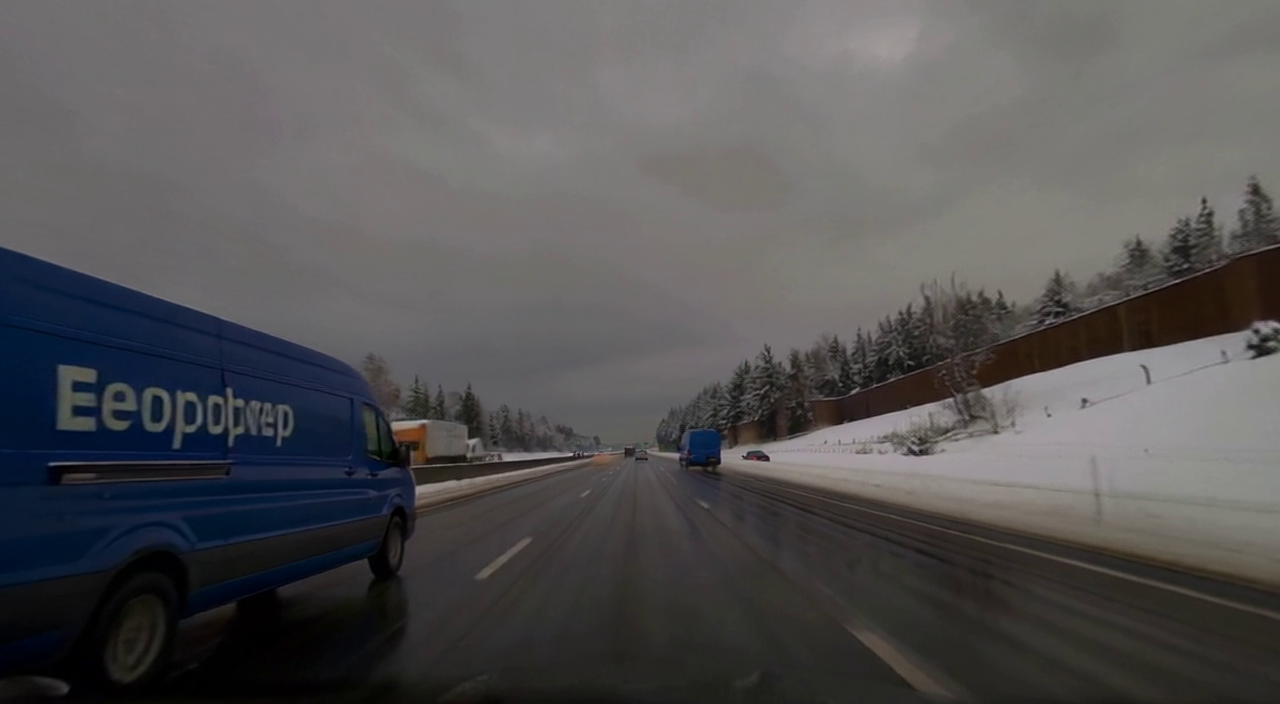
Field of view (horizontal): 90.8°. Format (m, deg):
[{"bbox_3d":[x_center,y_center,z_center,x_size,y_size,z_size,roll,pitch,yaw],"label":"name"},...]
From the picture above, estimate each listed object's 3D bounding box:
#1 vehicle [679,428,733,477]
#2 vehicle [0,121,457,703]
[{"bbox_3d":[3.674,5.786,36.364,2.373,2.561,5.922,0,-9,-1],"label":"vehicle"},{"bbox_3d":[-3.505,0.801,4.550,2.409,2.523,6.275,0,-9,0],"label":"vehicle"}]
